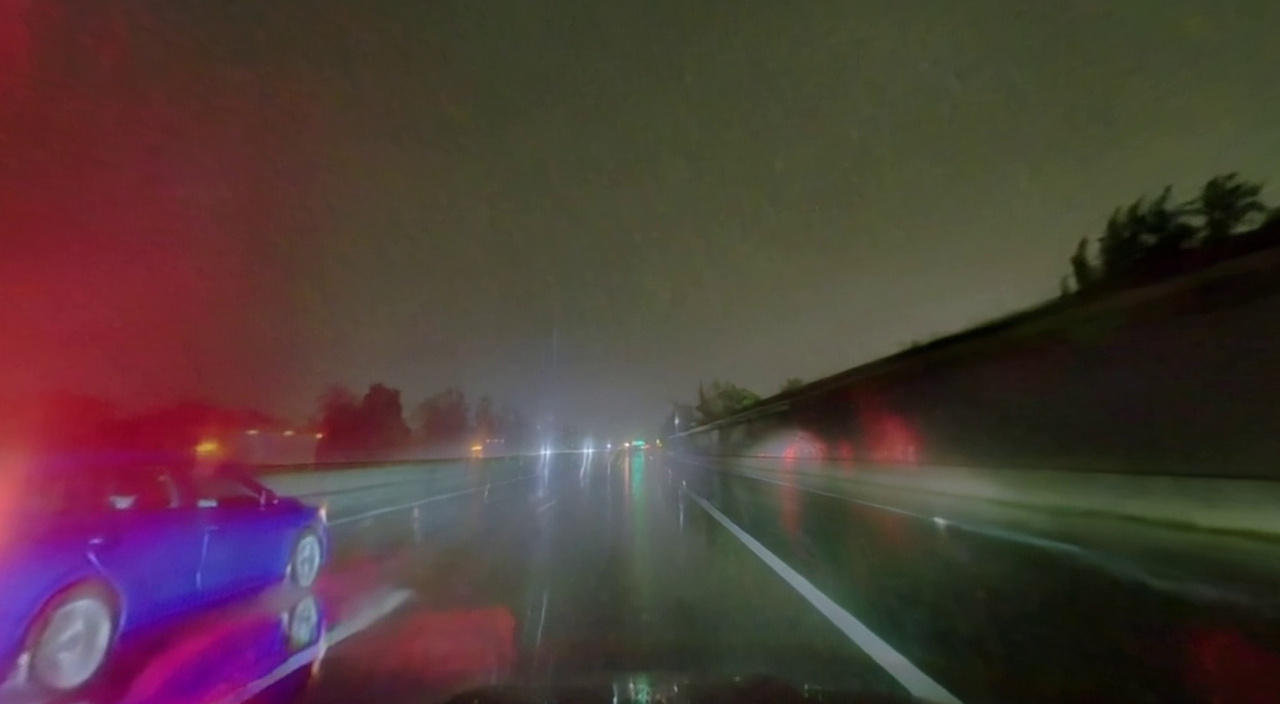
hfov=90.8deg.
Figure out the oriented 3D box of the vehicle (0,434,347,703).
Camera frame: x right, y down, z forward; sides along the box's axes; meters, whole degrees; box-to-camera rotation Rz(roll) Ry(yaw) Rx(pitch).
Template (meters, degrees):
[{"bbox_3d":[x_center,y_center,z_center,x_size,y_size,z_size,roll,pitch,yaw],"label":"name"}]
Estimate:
[{"bbox_3d":[-3.957,1.353,4.395,1.935,1.479,3.787,0,-9,1],"label":"vehicle"}]
